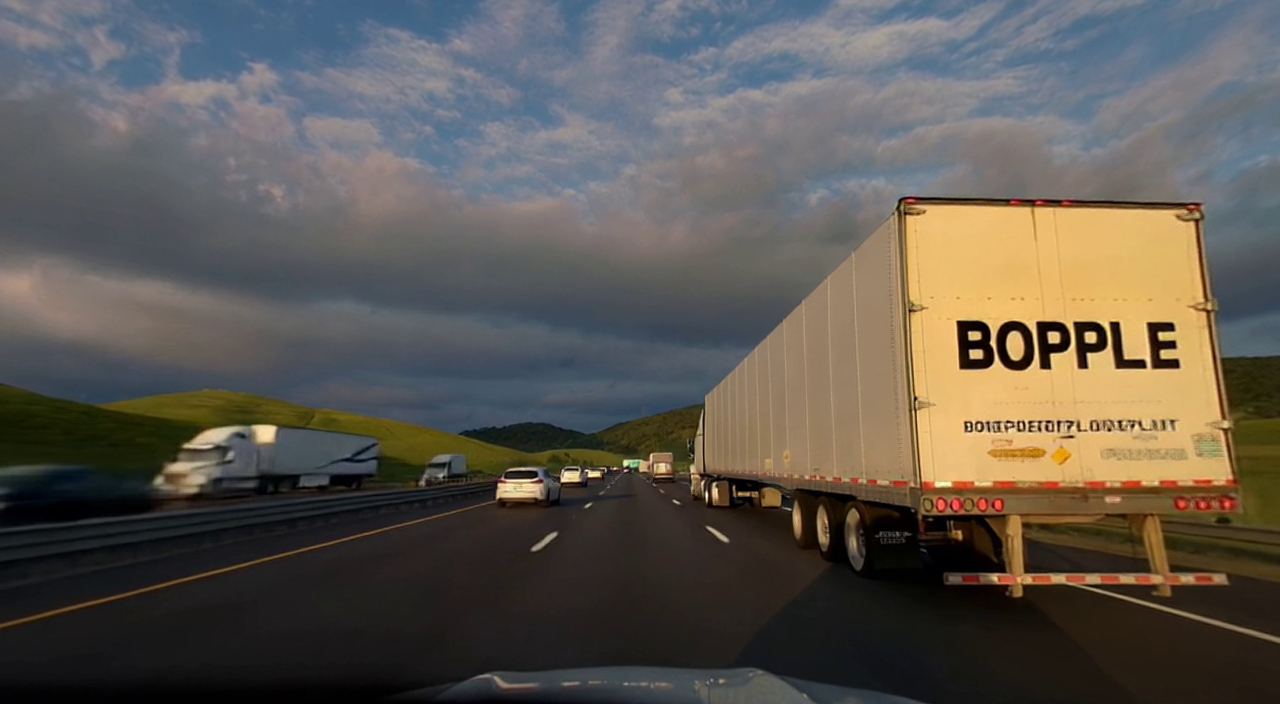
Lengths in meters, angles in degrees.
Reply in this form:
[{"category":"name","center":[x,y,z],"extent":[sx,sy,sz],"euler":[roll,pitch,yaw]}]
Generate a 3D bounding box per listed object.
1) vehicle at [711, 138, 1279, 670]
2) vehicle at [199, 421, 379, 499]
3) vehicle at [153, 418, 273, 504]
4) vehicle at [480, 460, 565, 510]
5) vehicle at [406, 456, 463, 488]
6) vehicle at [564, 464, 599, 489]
[{"category":"vehicle","center":[3.698,1.543,11.742],"extent":[2.839,4.062,14.051],"euler":[1,-11,-1]},{"category":"vehicle","center":[-19.969,6.557,37.684],"extent":[2.843,3.696,13.964],"euler":[1,-11,-1]},{"category":"vehicle","center":[-19.801,5.090,29.494],"extent":[2.859,3.706,3.474],"euler":[1,-11,-1]},{"category":"vehicle","center":[-4.071,4.733,22.737],"extent":[2.088,1.566,4.853],"euler":[1,-11,0]},{"category":"vehicle","center":[-16.042,9.446,49.586],"extent":[2.306,2.274,6.398],"euler":[1,-11,0]},{"category":"vehicle","center":[-4.114,8.906,45.174],"extent":[2.063,1.671,4.197],"euler":[1,-11,0]}]
